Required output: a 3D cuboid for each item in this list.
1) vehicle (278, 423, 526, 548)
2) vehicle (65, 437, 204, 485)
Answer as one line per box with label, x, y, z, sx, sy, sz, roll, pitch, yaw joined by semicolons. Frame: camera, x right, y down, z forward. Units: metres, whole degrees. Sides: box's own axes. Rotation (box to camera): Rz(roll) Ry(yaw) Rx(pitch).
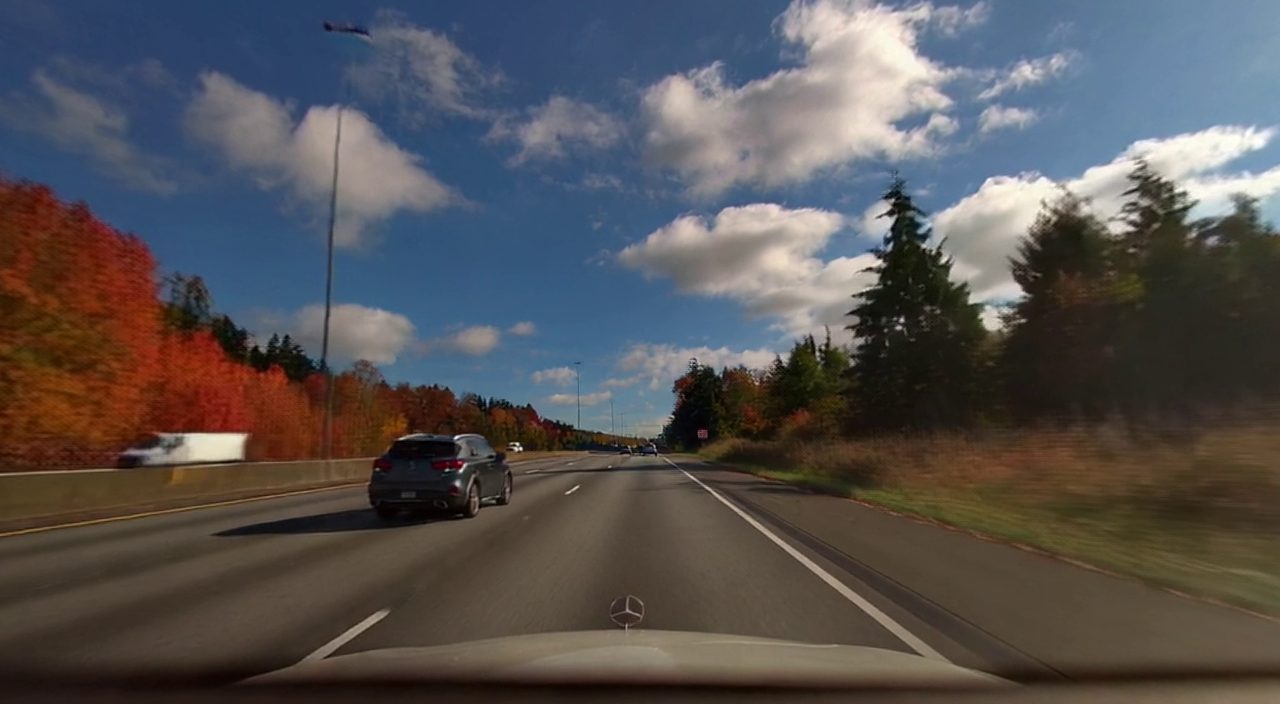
vehicle;-3.472;2.041;10.443;2.061;1.572;4.814;0;-8;2
vehicle;-20.005;4.301;25.190;1.932;1.711;4.286;0;-8;0
